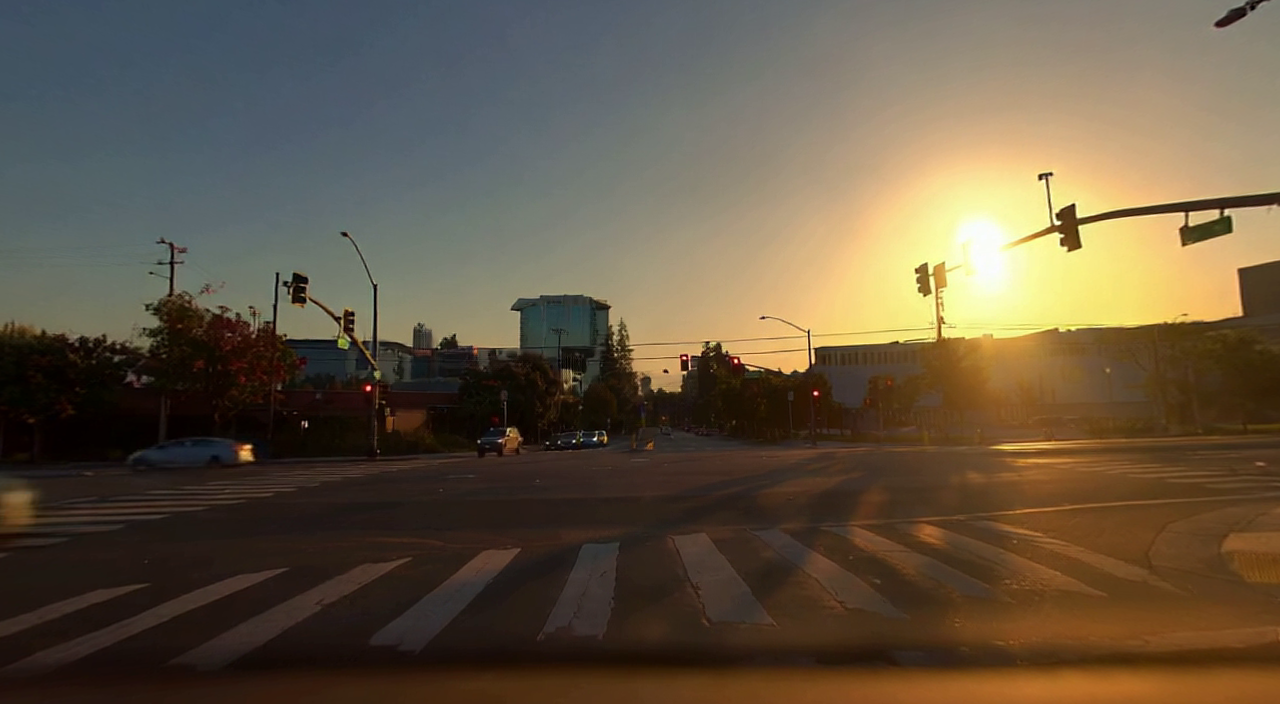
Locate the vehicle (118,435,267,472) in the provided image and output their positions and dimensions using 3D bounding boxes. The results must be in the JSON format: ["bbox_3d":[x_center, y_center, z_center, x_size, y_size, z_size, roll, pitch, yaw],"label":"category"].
[{"bbox_3d":[-18.263,4.153,25.945,4.510,1.431,1.884,1,-9,-10],"label":"vehicle"}]

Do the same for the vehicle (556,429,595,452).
[{"bbox_3d":[-4.391,6.171,43.772,1.919,1.467,4.086,-1,-9,5],"label":"vehicle"}]

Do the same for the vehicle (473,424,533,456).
[{"bbox_3d":[-8.491,5.552,39.614,2.000,1.864,5.044,-1,-9,9],"label":"vehicle"}]
